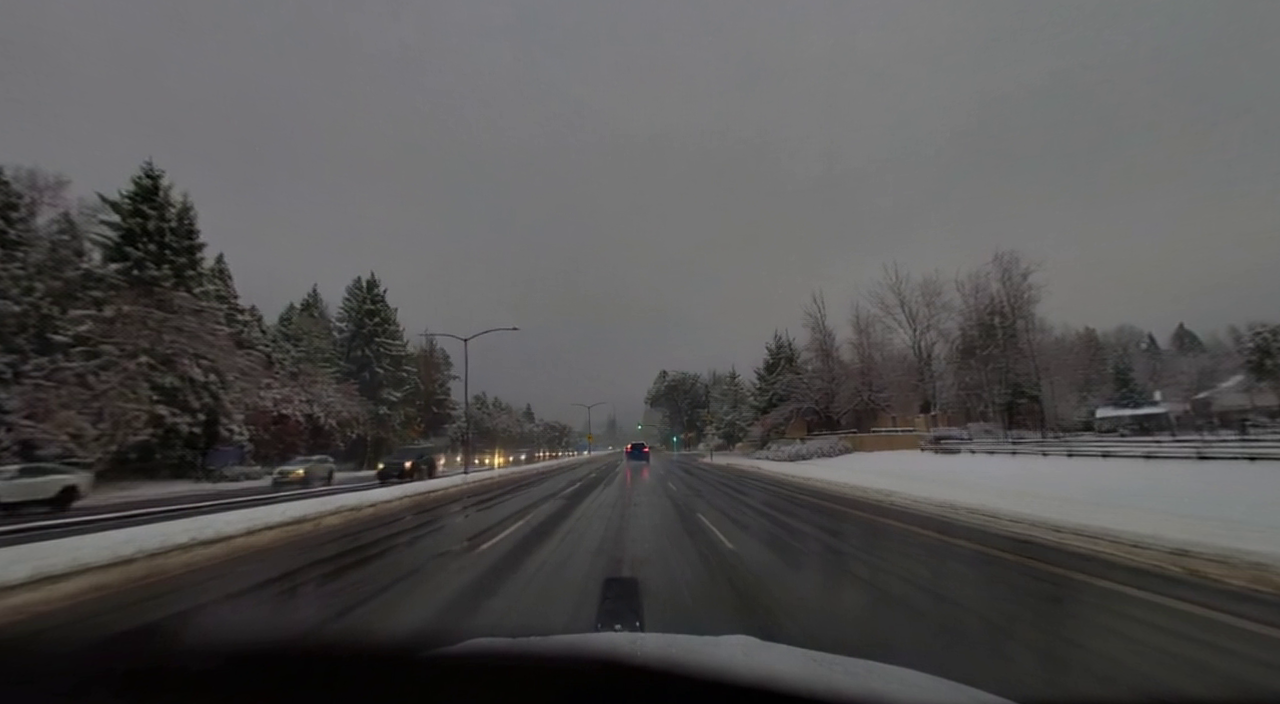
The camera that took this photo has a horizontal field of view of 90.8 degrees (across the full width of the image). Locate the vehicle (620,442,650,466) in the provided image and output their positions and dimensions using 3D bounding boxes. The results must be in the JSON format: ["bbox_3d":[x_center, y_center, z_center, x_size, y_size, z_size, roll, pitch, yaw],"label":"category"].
[{"bbox_3d":[-0.358,7.872,48.776,2.174,1.703,4.231,0,-9,0],"label":"vehicle"}]

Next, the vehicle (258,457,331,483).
[{"bbox_3d":[-21.499,7.328,39.517,1.875,1.499,4.569,0,-9,1],"label":"vehicle"}]

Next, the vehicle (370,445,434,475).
[{"bbox_3d":[-14.935,6.787,39.896,2.083,1.795,4.880,0,-9,1],"label":"vehicle"}]
